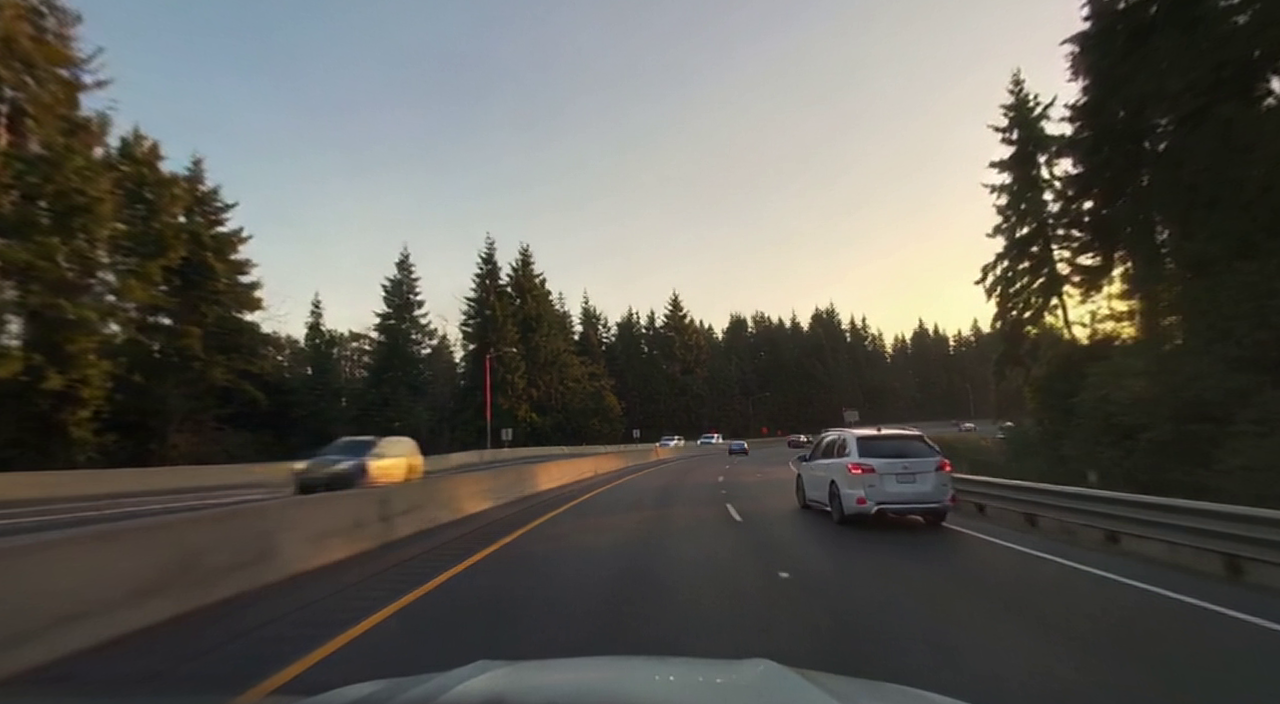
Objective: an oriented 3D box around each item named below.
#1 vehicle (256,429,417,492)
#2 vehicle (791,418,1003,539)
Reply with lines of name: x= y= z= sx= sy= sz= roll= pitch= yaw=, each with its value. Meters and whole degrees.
vehicle: x=-8.089 y=2.942 z=17.381 sx=1.931 sy=1.492 sz=4.374 roll=-1 pitch=-9 yaw=6
vehicle: x=4.228 y=2.144 z=11.325 sx=2.112 sy=1.708 sz=4.380 roll=0 pitch=-8 yaw=3
